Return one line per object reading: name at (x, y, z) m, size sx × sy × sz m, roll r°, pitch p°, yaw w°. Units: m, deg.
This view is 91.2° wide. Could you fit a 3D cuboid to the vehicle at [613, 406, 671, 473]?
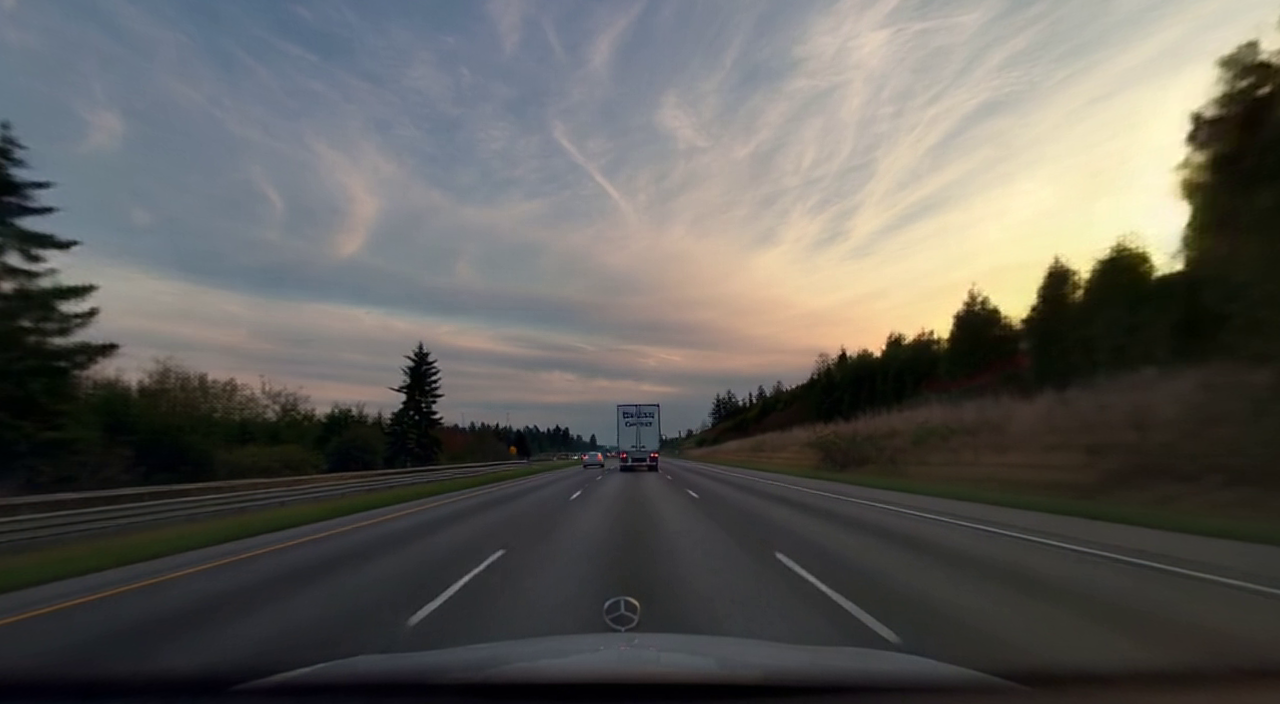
vehicle at (0.107, 6.708, 47.032) m, size 3.537 × 4.071 × 17.399 m, roll 0°, pitch -9°, yaw 0°
